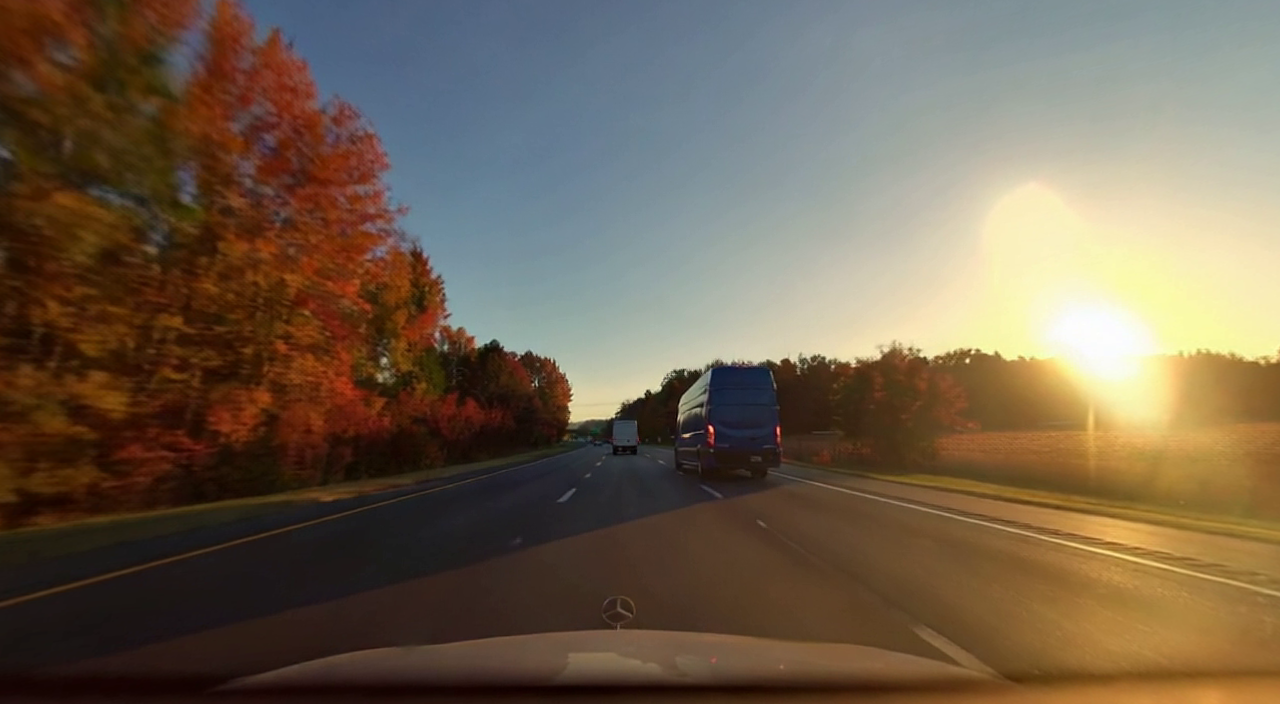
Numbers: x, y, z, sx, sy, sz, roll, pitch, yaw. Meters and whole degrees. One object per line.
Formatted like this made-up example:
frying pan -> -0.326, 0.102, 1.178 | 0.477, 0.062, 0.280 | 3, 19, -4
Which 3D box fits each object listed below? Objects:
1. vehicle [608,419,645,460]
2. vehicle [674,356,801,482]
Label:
vehicle -> -0.908, 6.086, 43.800 | 2.389, 2.637, 5.437 | 0, -8, -1
vehicle -> 3.530, 3.048, 27.180 | 3.128, 4.087, 13.351 | 0, -8, -1
